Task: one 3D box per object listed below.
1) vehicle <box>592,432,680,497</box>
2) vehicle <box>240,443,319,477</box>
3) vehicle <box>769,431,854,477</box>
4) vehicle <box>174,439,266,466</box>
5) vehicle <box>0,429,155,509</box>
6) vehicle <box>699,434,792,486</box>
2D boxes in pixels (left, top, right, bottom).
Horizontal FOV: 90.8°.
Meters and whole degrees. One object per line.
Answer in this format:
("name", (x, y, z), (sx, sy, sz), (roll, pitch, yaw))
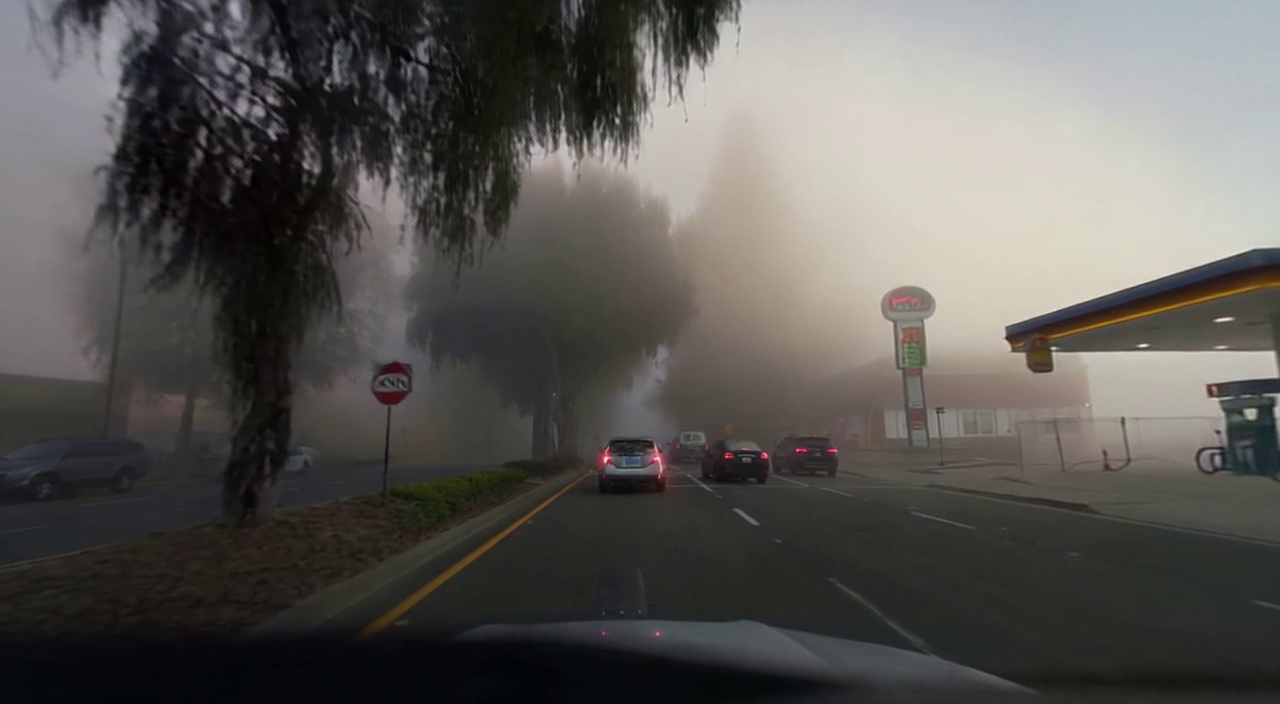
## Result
("vehicle", (-0.071, 2.897, 16.608), (2.052, 1.488, 3.779), (0, -8, 1))
("vehicle", (-19.362, 5.812, 34.146), (1.903, 1.706, 3.994), (0, -8, 0))
("vehicle", (7.056, 4.262, 26.582), (2.117, 1.757, 4.969), (0, -8, -1))
("vehicle", (-28.216, 6.754, 42.520), (4.699, 1.775, 2.007), (0, -8, 1))
("vehicle", (-18.988, 3.679, 20.663), (2.222, 2.141, 5.390), (-1, -6, -4))
("vehicle", (3.272, 3.473, 20.613), (2.124, 1.476, 4.730), (0, -8, -1))
